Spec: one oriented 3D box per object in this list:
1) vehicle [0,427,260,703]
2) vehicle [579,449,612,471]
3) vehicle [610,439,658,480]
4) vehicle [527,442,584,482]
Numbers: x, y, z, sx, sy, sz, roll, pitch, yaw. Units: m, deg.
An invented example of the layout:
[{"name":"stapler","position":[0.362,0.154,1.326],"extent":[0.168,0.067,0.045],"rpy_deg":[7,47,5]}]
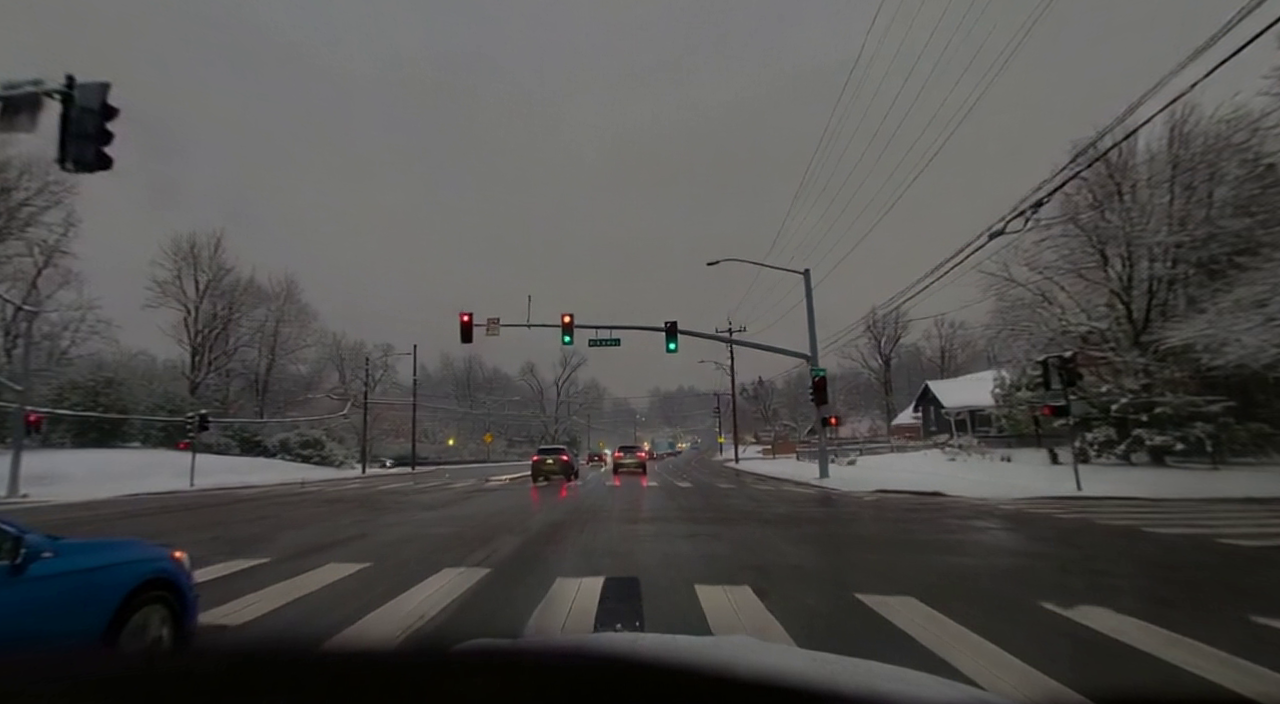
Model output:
[{"name":"vehicle","position":[-3.401,0.906,1.787],"extent":[1.901,1.409,4.442],"rpy_deg":[0,-8,0]},{"name":"vehicle","position":[-3.120,7.684,45.166],"extent":[1.863,1.449,4.153],"rpy_deg":[0,-8,3]},{"name":"vehicle","position":[-0.248,5.170,30.617],"extent":[2.155,1.836,4.250],"rpy_deg":[0,-8,0]},{"name":"vehicle","position":[-3.738,4.926,28.642],"extent":[1.899,1.685,4.121],"rpy_deg":[0,-8,1]}]
